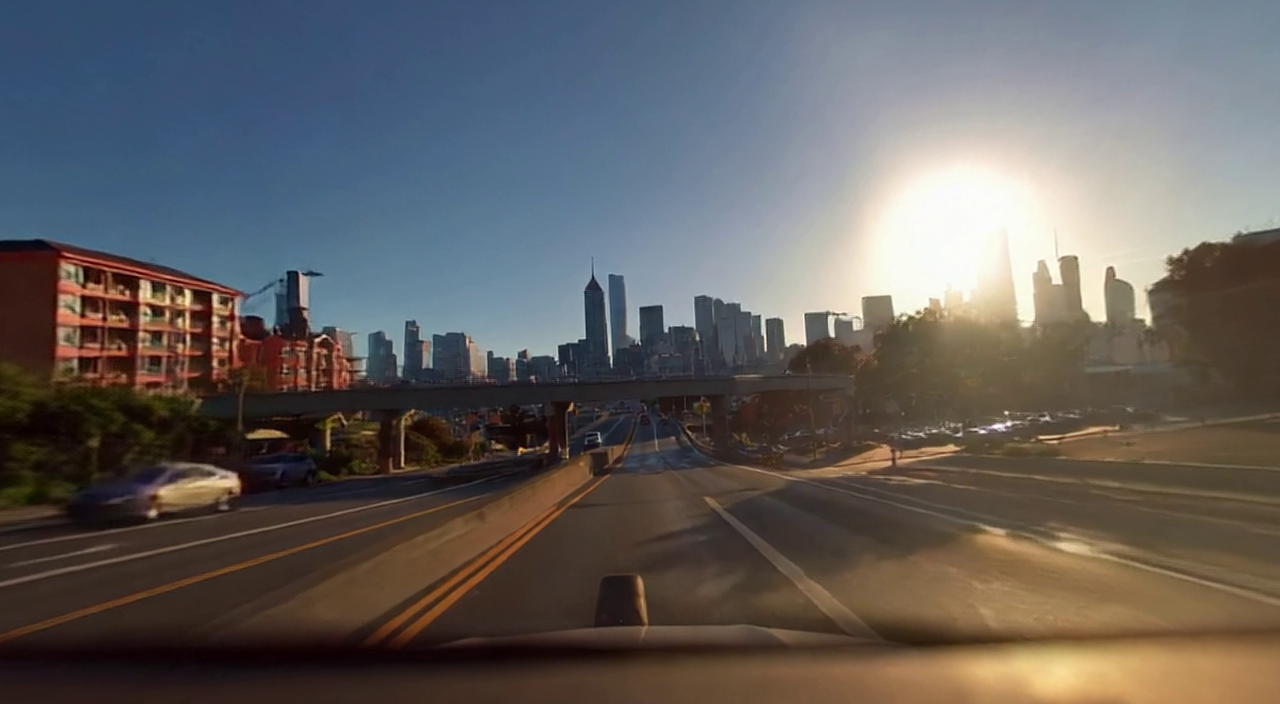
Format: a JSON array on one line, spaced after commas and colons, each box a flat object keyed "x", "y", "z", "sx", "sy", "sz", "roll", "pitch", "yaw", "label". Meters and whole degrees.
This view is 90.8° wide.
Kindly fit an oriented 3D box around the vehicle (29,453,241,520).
[{"x": -13.098, "y": 3.465, "z": 16.873, "sx": 1.989, "sy": 1.461, "sz": 4.426, "roll": 0, "pitch": -8, "yaw": 0, "label": "vehicle"}]

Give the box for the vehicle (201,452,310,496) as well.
[{"x": -17.298, "y": 5.468, "z": 28.709, "sx": 1.992, "sy": 1.527, "sz": 4.540, "roll": -1, "pitch": -6, "yaw": 2, "label": "vehicle"}]
